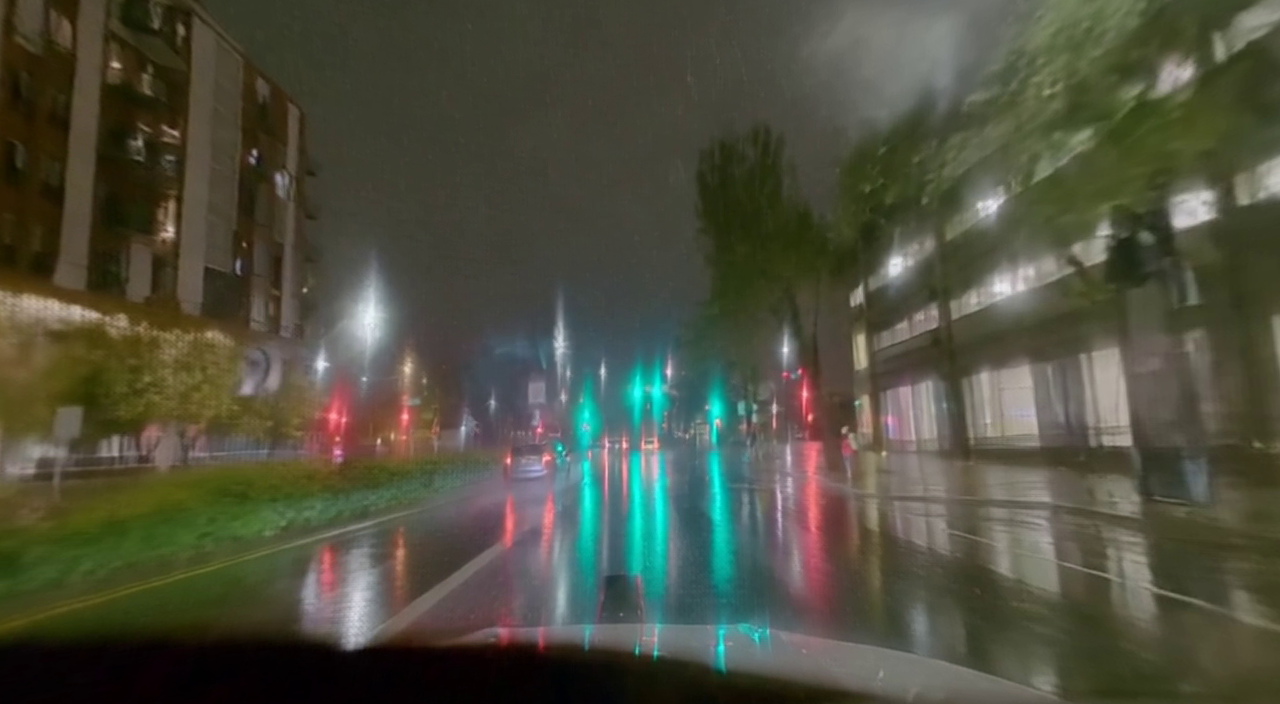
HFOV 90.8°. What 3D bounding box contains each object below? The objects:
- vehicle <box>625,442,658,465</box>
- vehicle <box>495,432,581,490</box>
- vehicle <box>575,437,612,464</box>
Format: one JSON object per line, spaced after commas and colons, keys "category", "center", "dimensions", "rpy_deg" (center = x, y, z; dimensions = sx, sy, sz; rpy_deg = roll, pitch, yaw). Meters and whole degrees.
{"category": "vehicle", "center": [0.113, 6.758, 42.062], "dimensions": [2.095, 1.438, 3.843], "rpy_deg": [0, -8, 0]}
{"category": "vehicle", "center": [-3.274, 3.605, 21.212], "dimensions": [2.116, 1.725, 4.315], "rpy_deg": [-1, -9, 1]}
{"category": "vehicle", "center": [-3.213, 6.973, 44.790], "dimensions": [2.152, 1.802, 4.628], "rpy_deg": [-1, -8, 1]}
